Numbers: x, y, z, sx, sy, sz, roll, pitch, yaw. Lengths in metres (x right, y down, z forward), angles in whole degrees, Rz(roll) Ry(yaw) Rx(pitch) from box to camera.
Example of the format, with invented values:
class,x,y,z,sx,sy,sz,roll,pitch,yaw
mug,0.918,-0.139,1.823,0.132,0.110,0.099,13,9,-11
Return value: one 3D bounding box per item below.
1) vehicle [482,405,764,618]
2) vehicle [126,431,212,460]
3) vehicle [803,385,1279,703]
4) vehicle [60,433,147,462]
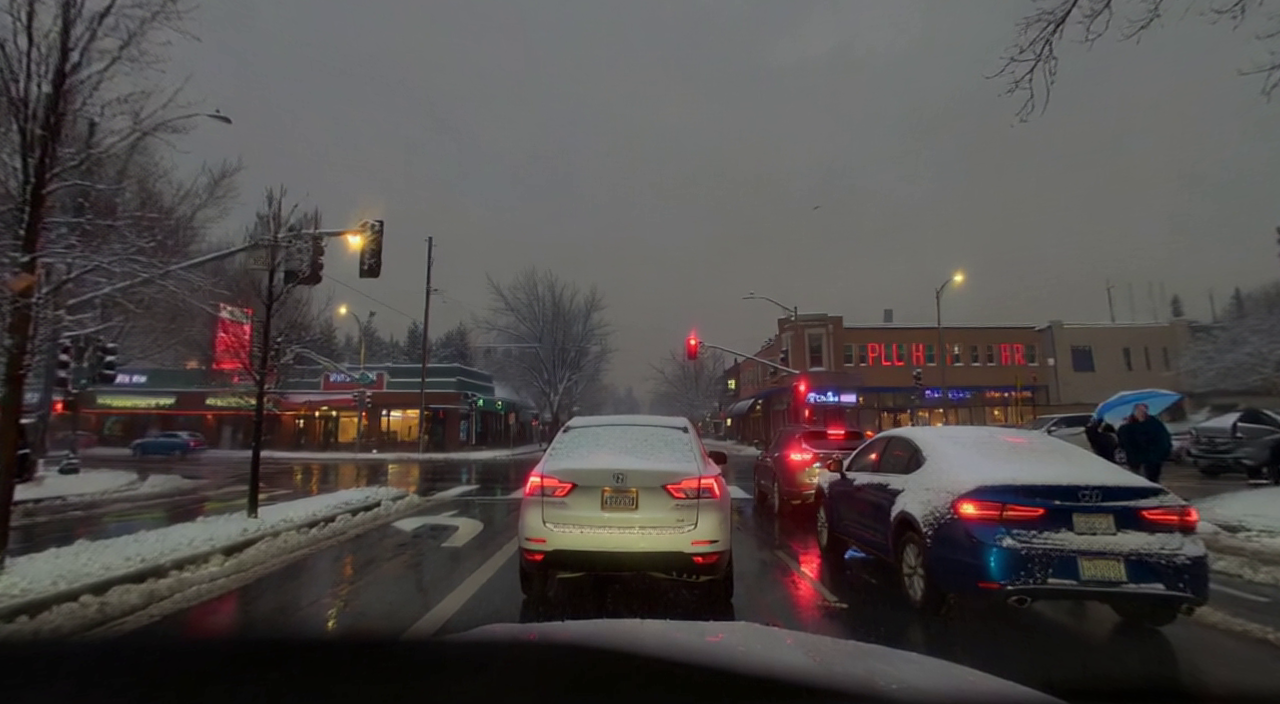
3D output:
class,x,y,z,sx,sy,sz,roll,pitch,yaw
vehicle,-0.134,1.548,7.186,2.123,1.589,4.702,0,-8,0
vehicle,-30.105,5.984,40.369,5.003,1.799,2.066,-4,-9,23
vehicle,3.037,1.313,5.447,1.983,1.654,4.354,0,-8,-1
vehicle,-31.039,5.524,36.539,4.253,1.570,2.132,-4,-9,25
